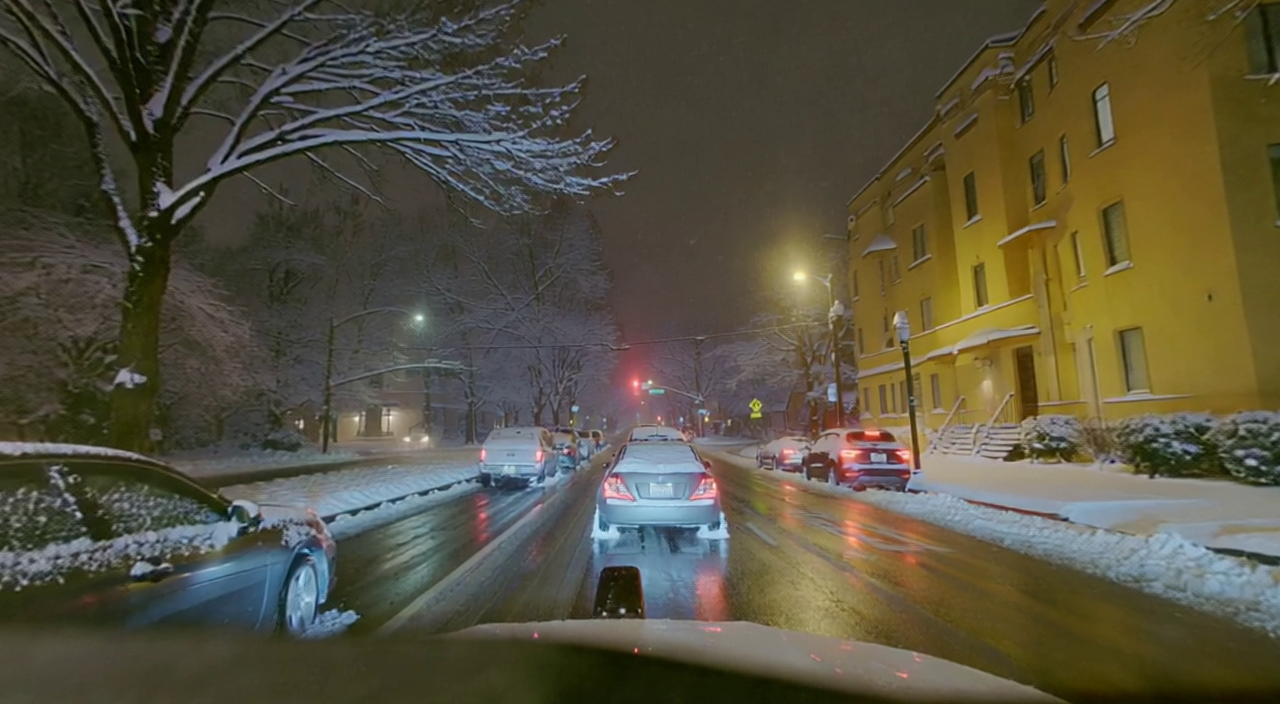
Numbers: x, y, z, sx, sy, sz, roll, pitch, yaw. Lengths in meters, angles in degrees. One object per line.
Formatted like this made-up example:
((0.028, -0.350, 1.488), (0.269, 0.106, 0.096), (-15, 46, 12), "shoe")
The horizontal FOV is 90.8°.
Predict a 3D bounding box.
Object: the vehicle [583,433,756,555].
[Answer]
((0.272, 2.005, 9.623), (2.095, 1.438, 3.843), (0, -9, -3), "vehicle")

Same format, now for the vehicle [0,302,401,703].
((-3.269, 0.931, 3.392), (2.152, 1.802, 4.628), (0, -9, 0), "vehicle")

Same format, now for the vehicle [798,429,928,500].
((6.345, 3.252, 18.687), (2.025, 1.808, 4.579), (0, -9, -2), "vehicle")

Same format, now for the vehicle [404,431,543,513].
((-3.508, 2.622, 14.269), (1.901, 1.522, 4.556), (0, -9, 0), "vehicle")
